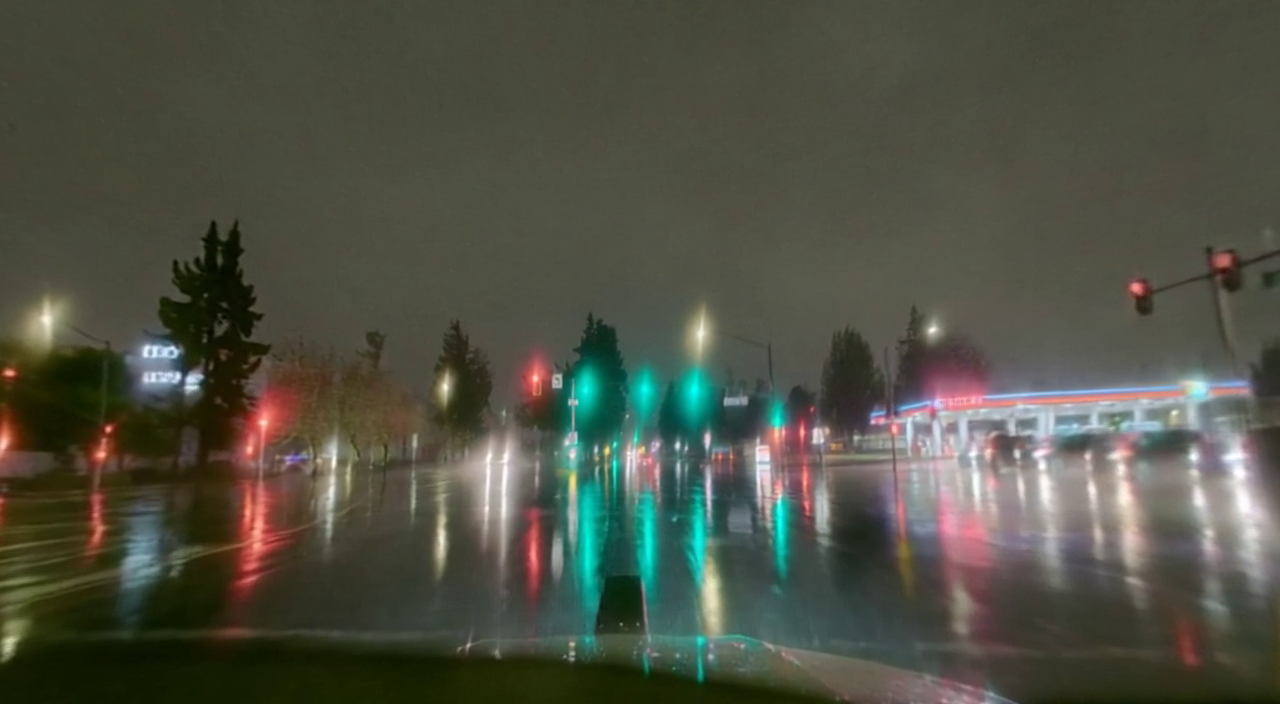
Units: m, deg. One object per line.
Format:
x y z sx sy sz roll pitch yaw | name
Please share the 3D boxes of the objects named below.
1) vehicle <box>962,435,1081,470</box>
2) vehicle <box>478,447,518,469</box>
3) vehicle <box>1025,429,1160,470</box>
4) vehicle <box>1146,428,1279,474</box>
20.370 5.365 33.907 4.966 1.778 2.104 0 -8 1 | vehicle
-10.764 8.043 48.147 2.029 1.452 4.598 -3 -9 -1 | vehicle
19.820 4.291 27.823 4.364 1.737 1.967 0 -8 1 | vehicle
20.468 3.362 21.538 4.615 1.474 2.004 0 -8 1 | vehicle
